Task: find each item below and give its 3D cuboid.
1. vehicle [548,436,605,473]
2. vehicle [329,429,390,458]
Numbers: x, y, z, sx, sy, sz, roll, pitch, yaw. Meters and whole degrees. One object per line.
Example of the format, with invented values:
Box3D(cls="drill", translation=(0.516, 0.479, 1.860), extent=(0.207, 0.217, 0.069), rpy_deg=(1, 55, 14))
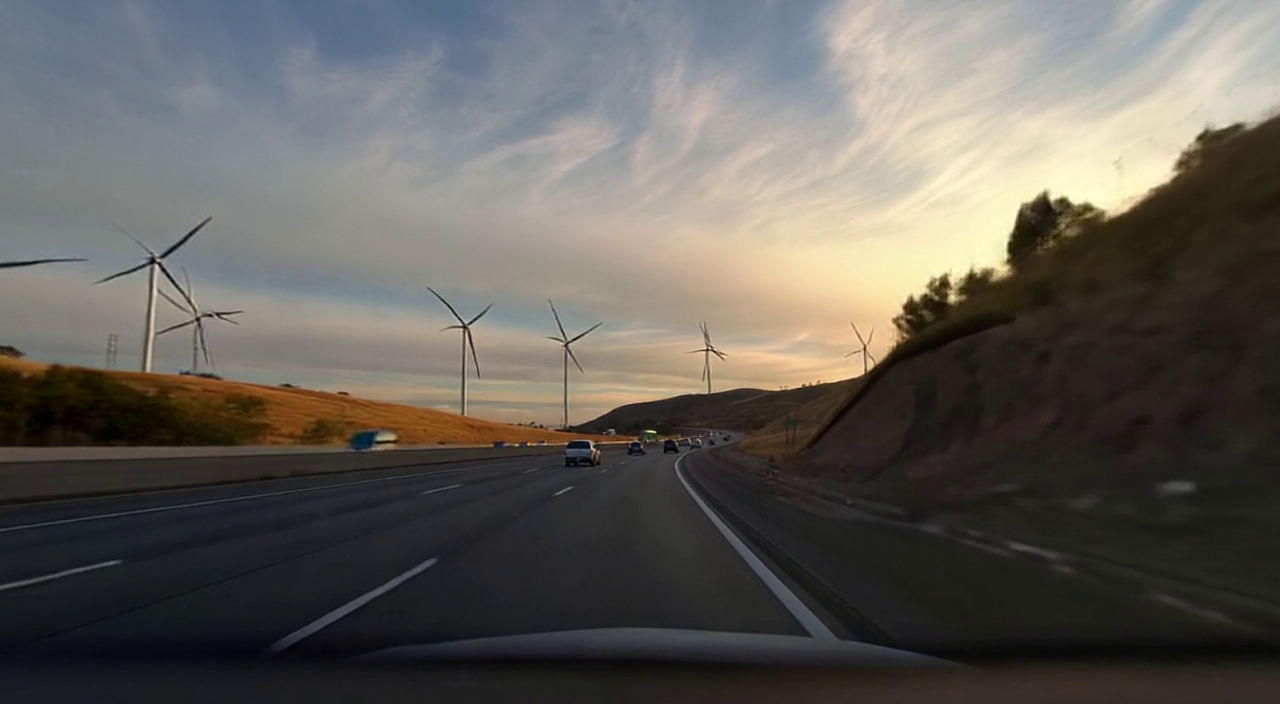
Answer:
Box3D(cls="vehicle", translation=(-3.022, 5.030, 31.114), extent=(2.118, 1.702, 4.355), rpy_deg=(0, -9, 3))
Box3D(cls="vehicle", translation=(-20.733, 6.808, 46.788), extent=(2.017, 2.074, 5.126), rpy_deg=(0, -9, 2))
